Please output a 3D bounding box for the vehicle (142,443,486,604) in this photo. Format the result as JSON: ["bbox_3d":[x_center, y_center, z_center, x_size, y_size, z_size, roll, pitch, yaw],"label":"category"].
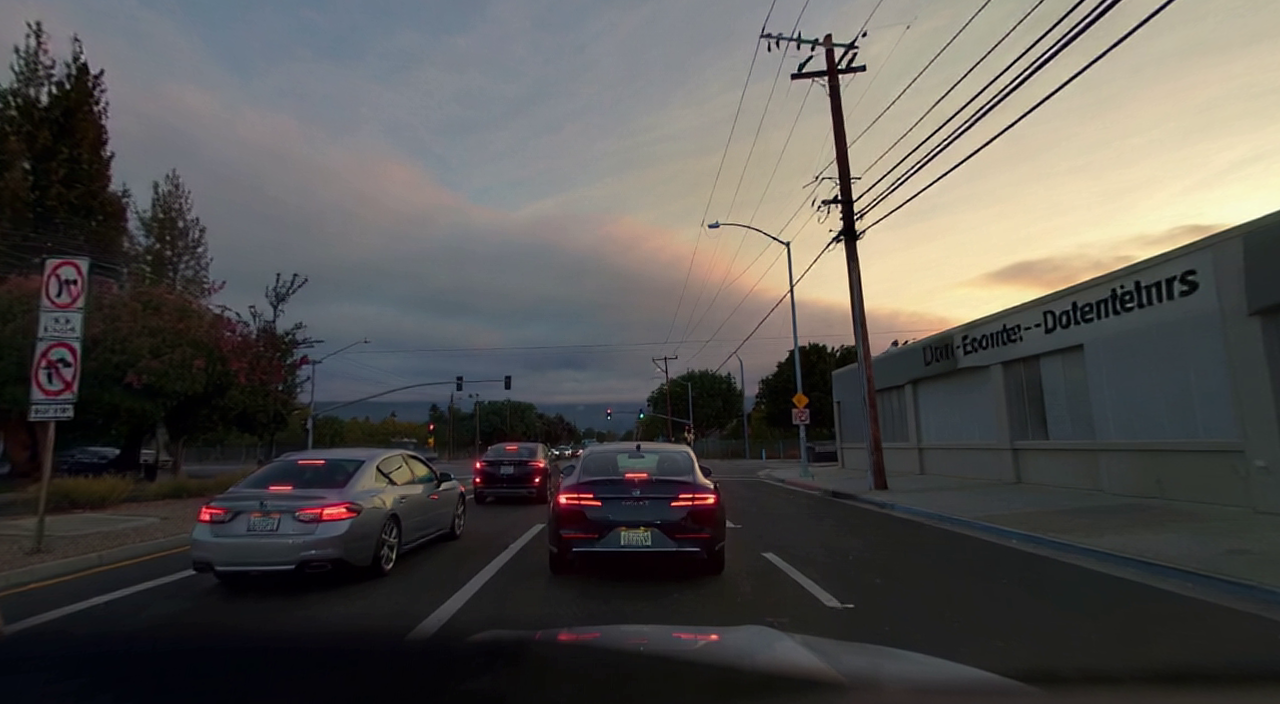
[{"bbox_3d":[-3.231,1.741,7.325,1.765,1.319,4.013,0,-9,2],"label":"vehicle"}]

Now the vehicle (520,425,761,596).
[{"bbox_3d":[-0.010,1.680,7.538,2.101,1.469,3.955,0,-9,0],"label":"vehicle"}]
